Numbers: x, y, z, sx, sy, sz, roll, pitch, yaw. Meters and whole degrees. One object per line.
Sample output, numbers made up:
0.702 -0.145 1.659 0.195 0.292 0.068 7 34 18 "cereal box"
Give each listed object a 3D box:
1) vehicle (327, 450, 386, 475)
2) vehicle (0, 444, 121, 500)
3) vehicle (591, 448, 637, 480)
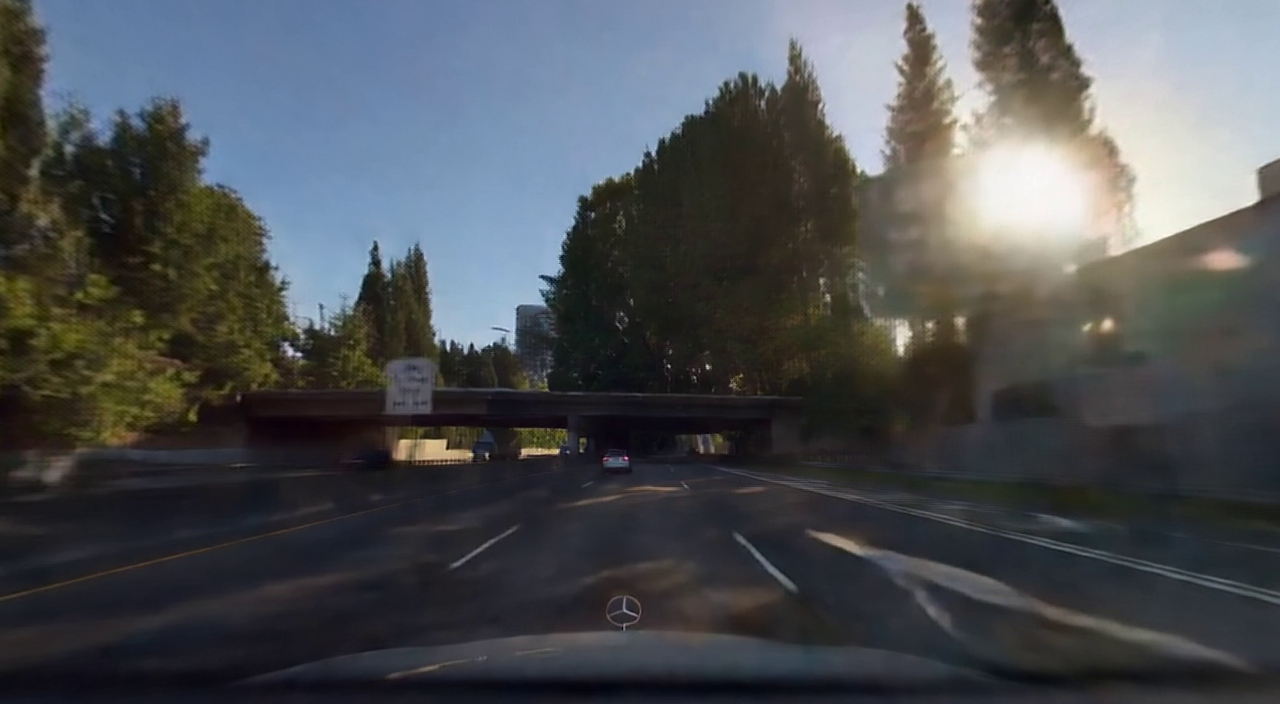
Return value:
-19.086 7.440 42.628 1.845 1.560 4.095 -1 -9 5 "vehicle"
-19.162 3.728 19.831 1.859 1.580 4.271 -1 -9 2 "vehicle"
-1.263 5.654 32.064 2.035 1.513 4.272 0 -9 1 "vehicle"
